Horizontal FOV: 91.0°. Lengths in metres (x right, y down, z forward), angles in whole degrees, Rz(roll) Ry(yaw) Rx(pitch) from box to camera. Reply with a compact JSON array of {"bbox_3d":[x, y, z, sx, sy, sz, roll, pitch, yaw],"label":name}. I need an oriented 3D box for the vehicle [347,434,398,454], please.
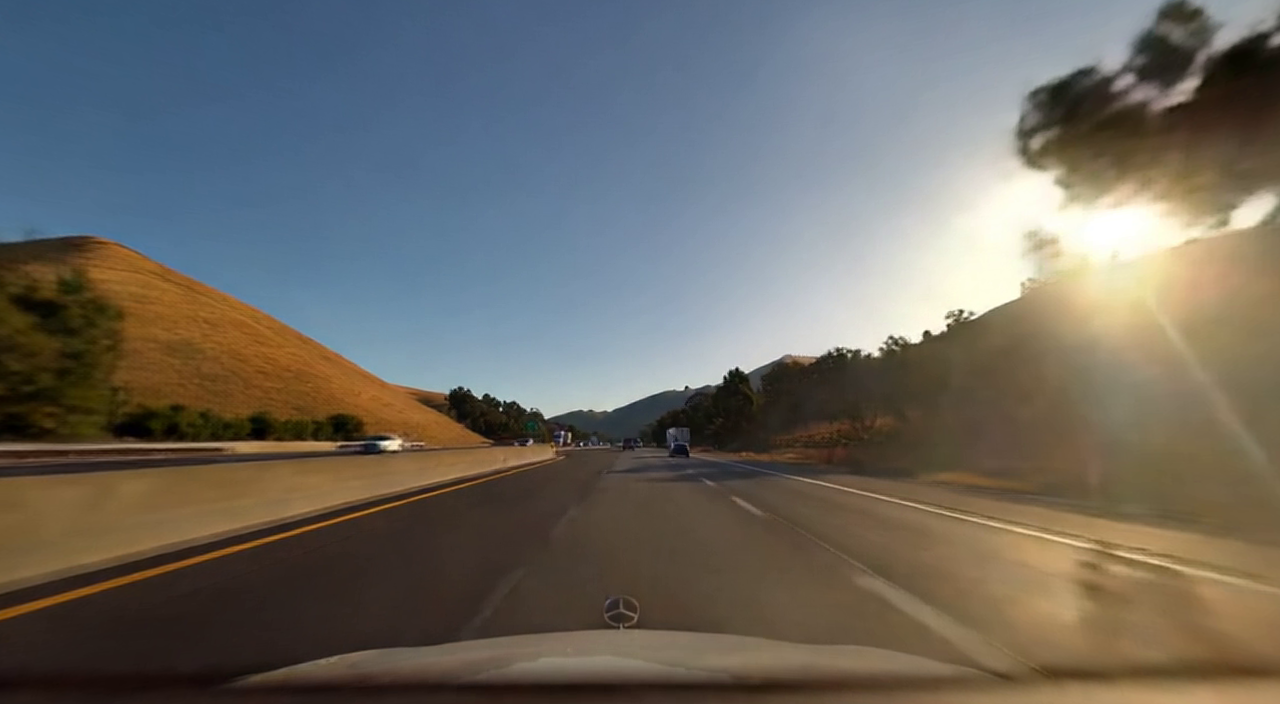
[{"bbox_3d":[-21.131,7.273,49.860,1.999,1.472,4.598,0,-8,0],"label":"vehicle"}]
